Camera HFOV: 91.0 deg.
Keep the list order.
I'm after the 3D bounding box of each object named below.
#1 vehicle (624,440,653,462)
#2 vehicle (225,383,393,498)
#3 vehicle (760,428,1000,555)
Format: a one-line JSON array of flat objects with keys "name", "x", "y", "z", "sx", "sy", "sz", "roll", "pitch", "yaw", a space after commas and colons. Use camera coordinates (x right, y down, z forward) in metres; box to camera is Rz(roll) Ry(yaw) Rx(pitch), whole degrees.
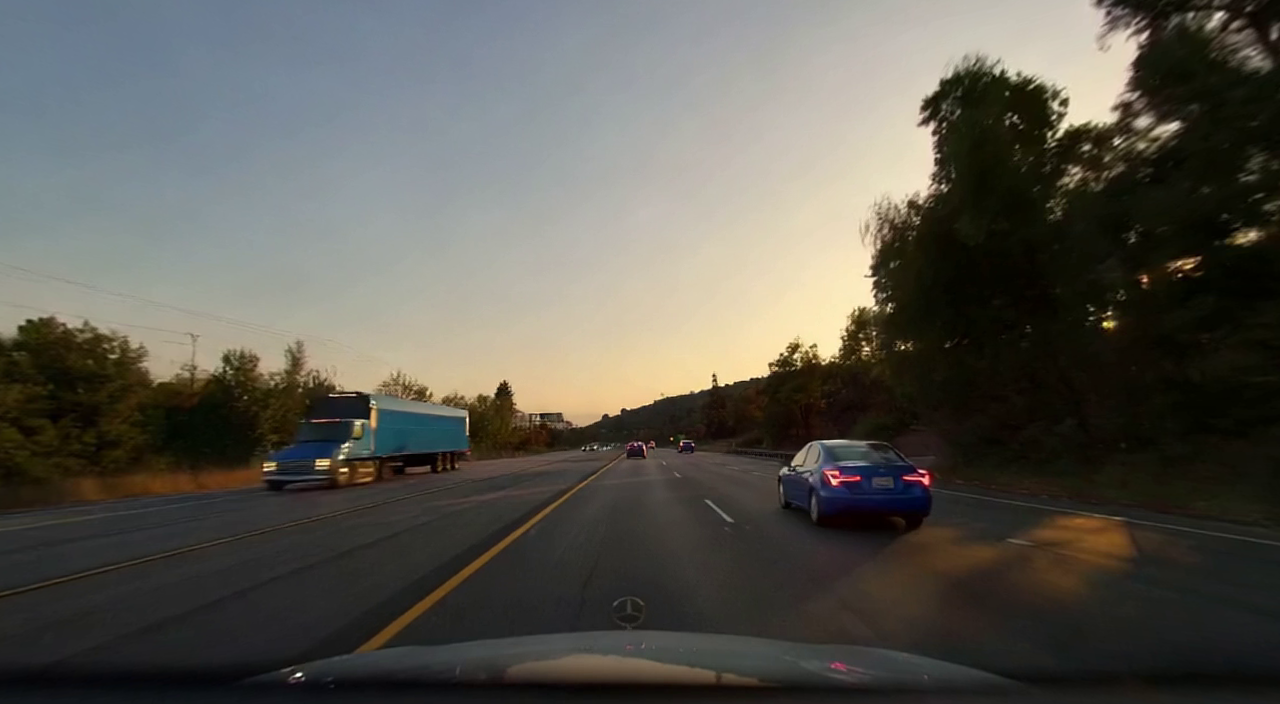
[{"name": "vehicle", "x": -0.121, "y": 7.147, "z": 45.527, "sx": 2.009, "sy": 1.554, "sz": 4.013, "roll": 0, "pitch": -8, "yaw": 0}, {"name": "vehicle", "x": -11.766, "y": 3.233, "z": 23.159, "sx": 2.826, "sy": 3.642, "sz": 5.952, "roll": 0, "pitch": -8, "yaw": 0}, {"name": "vehicle", "x": 3.307, "y": 1.988, "z": 9.765, "sx": 1.957, "sy": 1.496, "sz": 4.327, "roll": 0, "pitch": -8, "yaw": -1}]
